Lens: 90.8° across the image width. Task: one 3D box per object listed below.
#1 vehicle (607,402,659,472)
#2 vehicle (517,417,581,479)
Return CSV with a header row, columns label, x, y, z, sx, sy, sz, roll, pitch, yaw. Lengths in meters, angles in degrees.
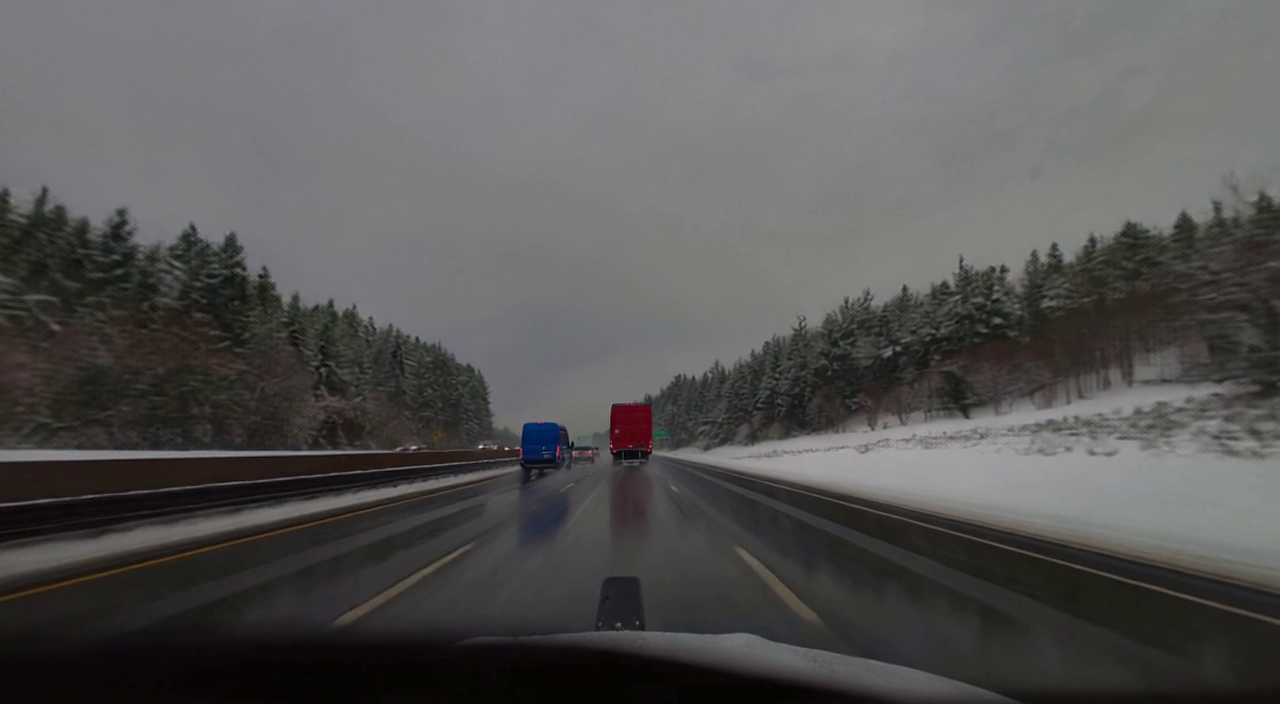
label,x,y,z,sx,sy,sz,roll,pitch,yaw
vehicle,-0.488,5.696,41.447,2.995,4.036,10.311,0,-9,-1
vehicle,-4.459,4.886,32.015,2.357,2.786,6.144,0,-9,-1
